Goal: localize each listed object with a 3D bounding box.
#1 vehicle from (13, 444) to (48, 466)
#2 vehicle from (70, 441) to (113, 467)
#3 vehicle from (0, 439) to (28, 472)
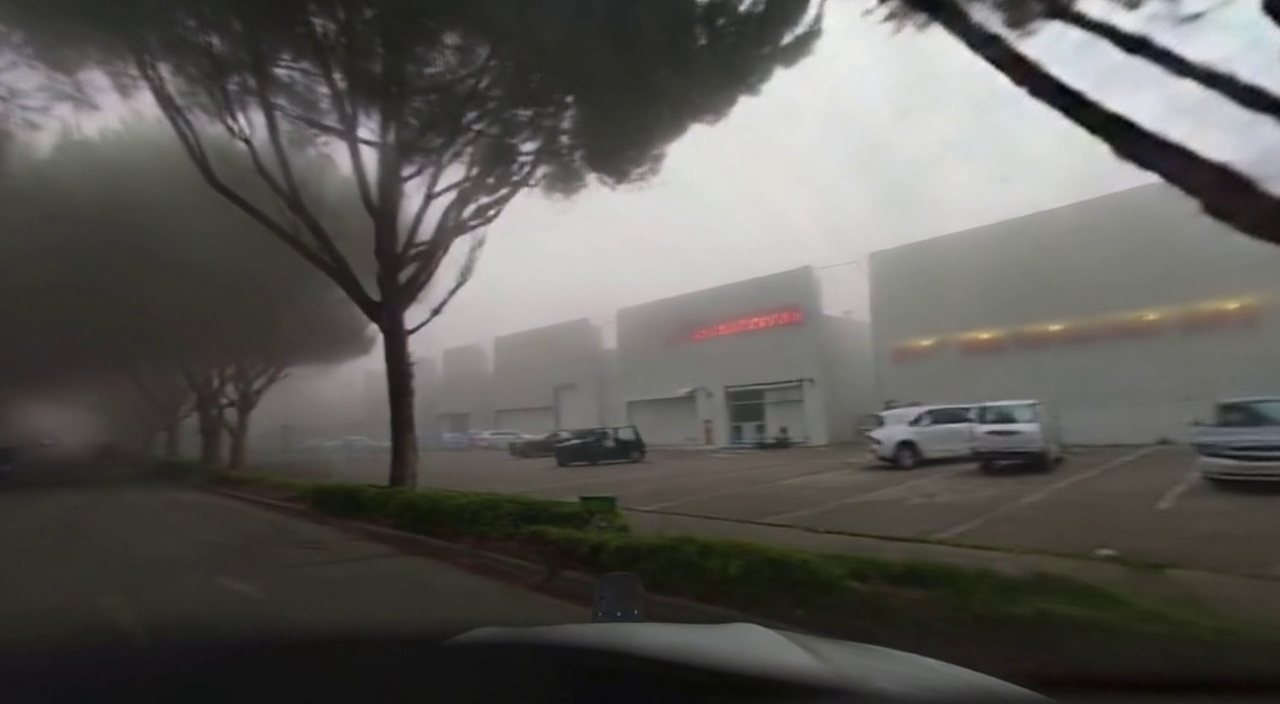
[{"bbox_3d":[-48.133,8.076,49.780,1.773,1.535,3.979,5,-9,-42],"label":"vehicle"},{"bbox_3d":[-41.194,7.606,47.289,2.091,1.859,4.194,7,-10,-43],"label":"vehicle"},{"bbox_3d":[-39.869,6.552,39.388,2.161,1.843,5.181,3,-9,-45],"label":"vehicle"}]
